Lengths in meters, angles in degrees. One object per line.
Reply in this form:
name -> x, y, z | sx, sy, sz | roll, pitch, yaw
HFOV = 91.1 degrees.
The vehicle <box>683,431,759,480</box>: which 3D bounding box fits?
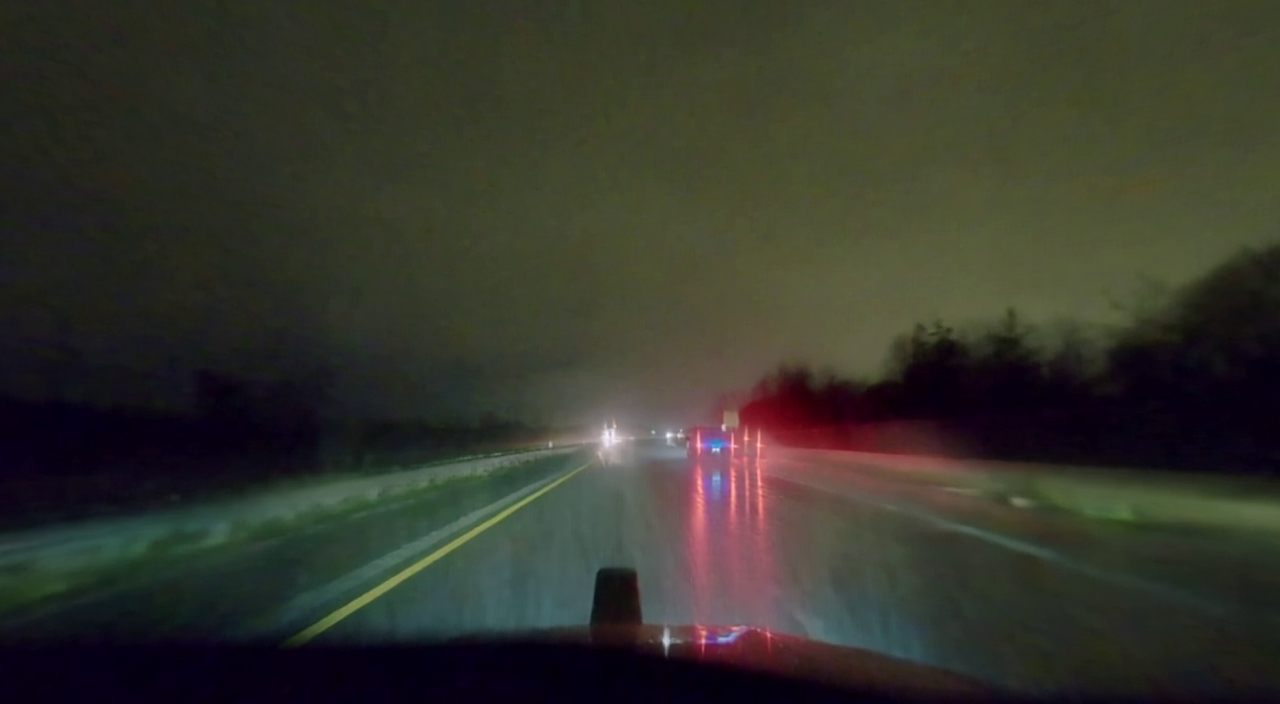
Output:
vehicle -> 2.803, 3.684, 22.804 | 2.084, 1.583, 4.420 | 0, -8, -1
